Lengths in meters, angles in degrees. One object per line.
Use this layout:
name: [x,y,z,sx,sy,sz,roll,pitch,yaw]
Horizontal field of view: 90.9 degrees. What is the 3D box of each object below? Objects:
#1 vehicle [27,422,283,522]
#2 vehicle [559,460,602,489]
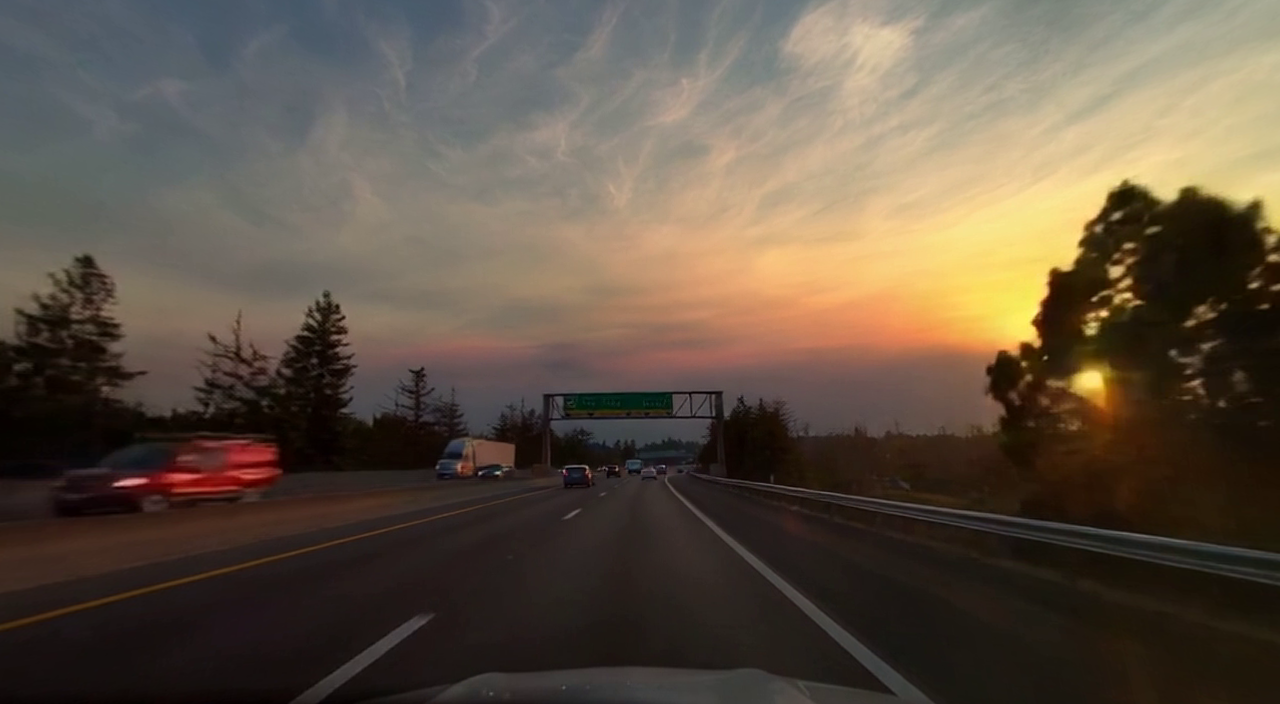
vehicle: [-12.557,3.219,17.080,2.282,2.189,5.633,1,-11,1]
vehicle: [-3.742,7.883,40.683,2.160,1.721,4.368,1,-11,2]
